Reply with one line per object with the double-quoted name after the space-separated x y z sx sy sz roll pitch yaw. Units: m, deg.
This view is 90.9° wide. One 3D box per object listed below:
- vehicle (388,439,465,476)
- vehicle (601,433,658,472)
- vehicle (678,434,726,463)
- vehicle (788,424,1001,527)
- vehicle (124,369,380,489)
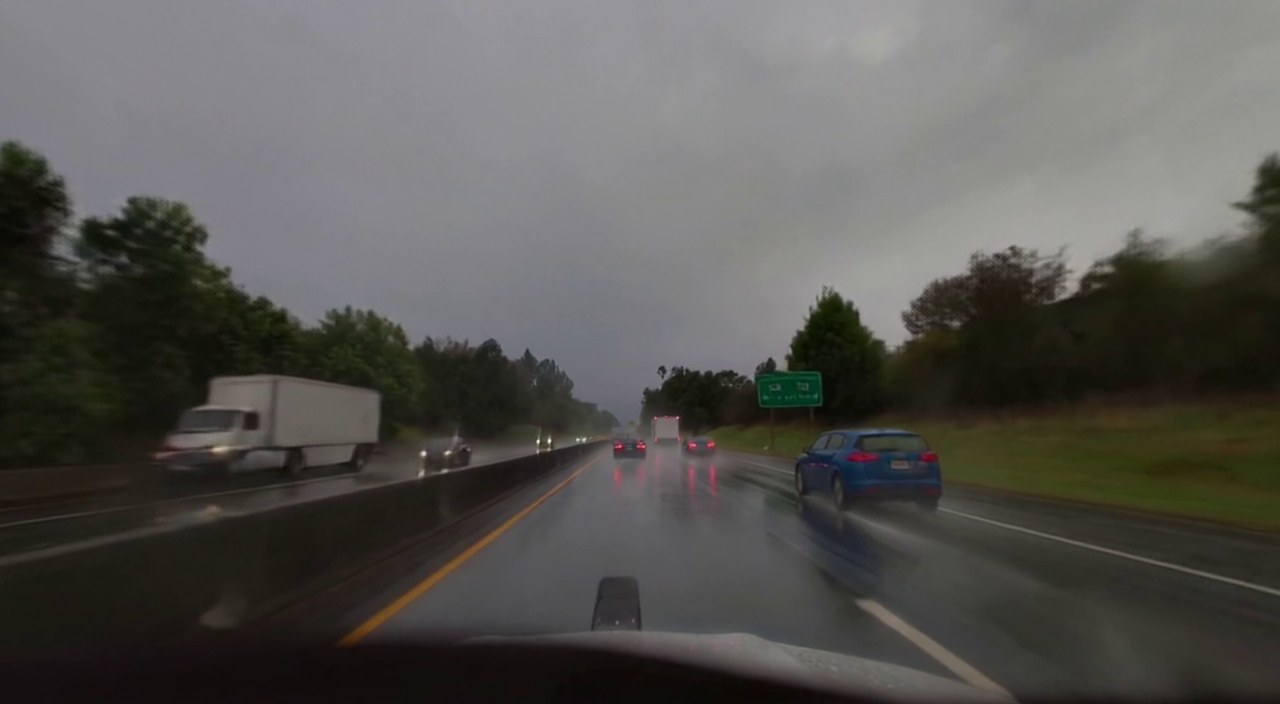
-9.385 4.631 28.047 1.982 1.455 4.161 0 -7 0 "vehicle"
-0.457 4.060 25.752 2.143 1.466 3.693 0 -7 -2 "vehicle"
3.250 5.167 34.006 2.004 1.469 4.472 0 -8 -2 "vehicle"
4.305 2.124 11.566 2.066 1.526 4.216 0 -7 -1 "vehicle"
-14.377 3.125 25.366 3.122 3.682 11.678 1 -7 -1 "vehicle"
